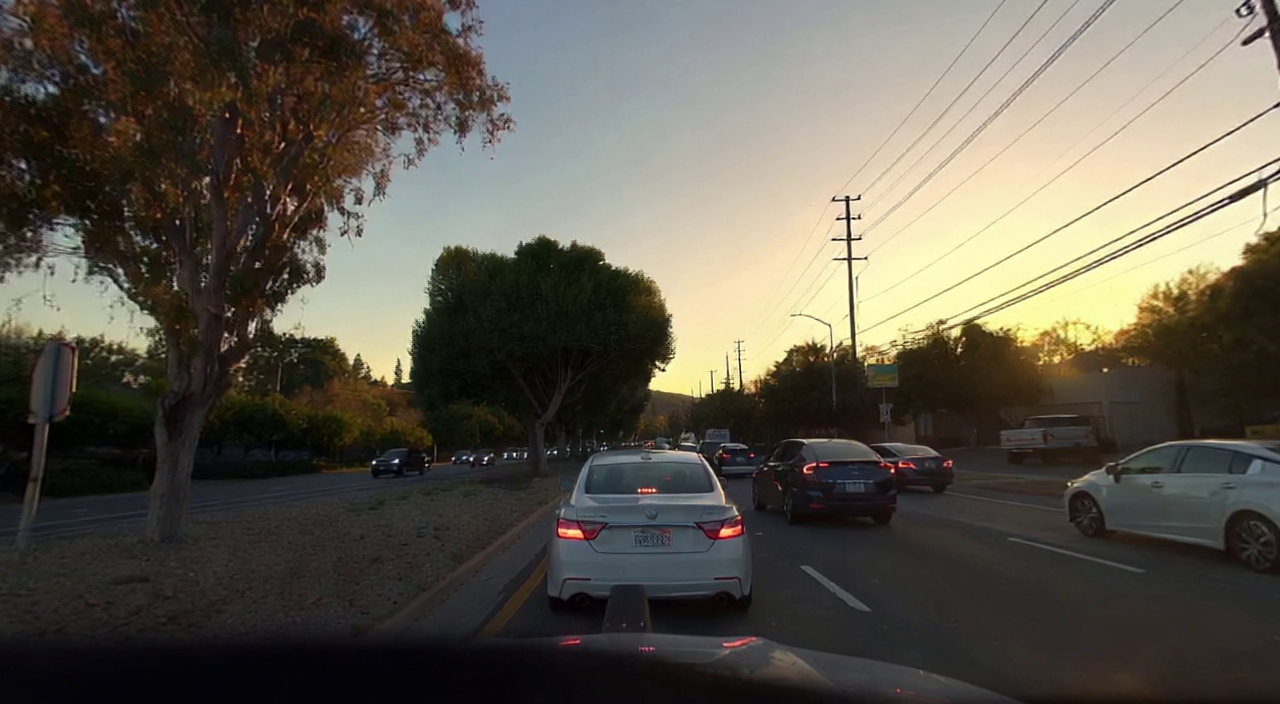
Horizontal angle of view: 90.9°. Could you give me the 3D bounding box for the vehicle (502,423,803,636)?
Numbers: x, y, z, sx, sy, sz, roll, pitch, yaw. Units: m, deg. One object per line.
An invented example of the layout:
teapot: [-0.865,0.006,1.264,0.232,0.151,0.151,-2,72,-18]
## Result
vehicle: [0.069,1.538,6.470,2.108,1.479,3.935,0,-8,-1]

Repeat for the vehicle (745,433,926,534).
vehicle: [3.334,2.312,11.745,1.979,1.504,4.156,0,-8,-1]

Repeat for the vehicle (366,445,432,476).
vehicle: [-15.237,6.899,40.302,2.056,1.809,5.354,0,-8,0]

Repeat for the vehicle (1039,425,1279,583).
vehicle: [6.993,1.627,7.292,1.850,1.480,4.474,0,-8,1]
